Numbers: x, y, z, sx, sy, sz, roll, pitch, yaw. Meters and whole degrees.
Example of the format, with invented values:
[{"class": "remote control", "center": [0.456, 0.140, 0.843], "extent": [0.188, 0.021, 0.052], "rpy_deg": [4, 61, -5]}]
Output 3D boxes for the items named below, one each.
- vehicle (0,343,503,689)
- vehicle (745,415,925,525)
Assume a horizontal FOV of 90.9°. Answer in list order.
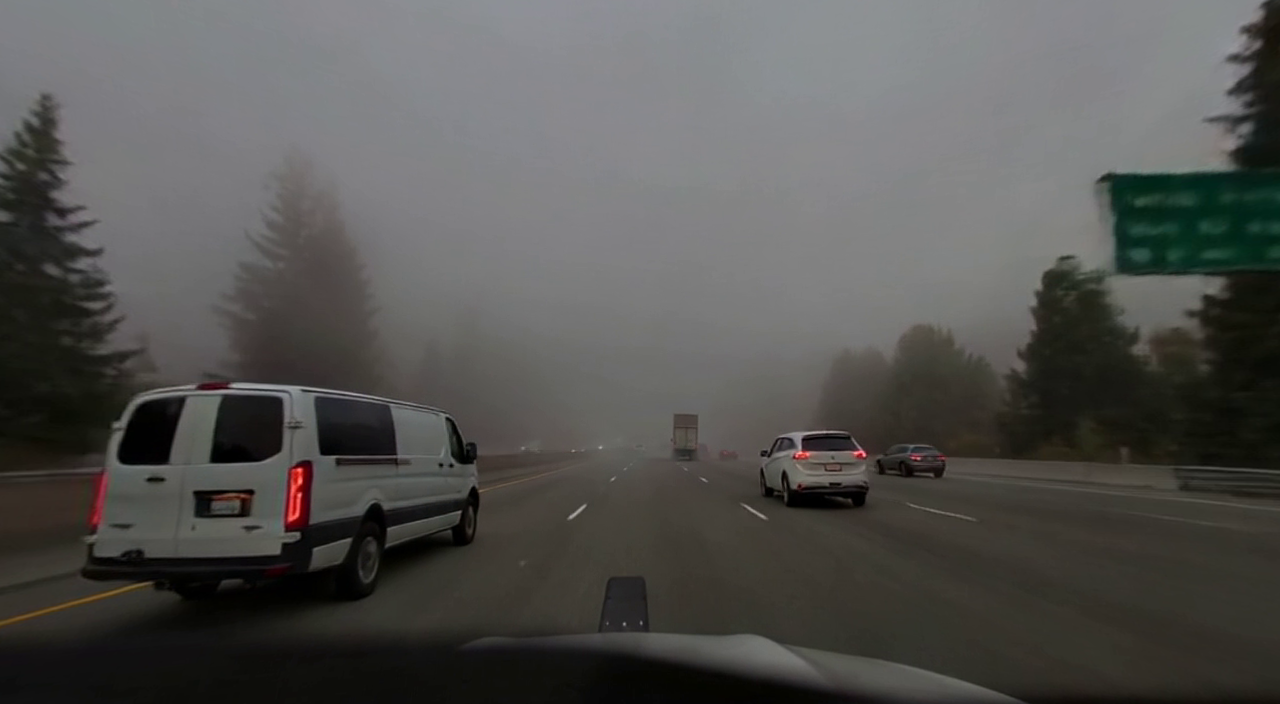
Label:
[{"class": "vehicle", "center": [-3.114, 1.296, 6.270], "extent": [2.159, 1.922, 5.345], "rpy_deg": [0, -8, 1]}, {"class": "vehicle", "center": [3.728, 2.367, 13.206], "extent": [2.209, 1.862, 4.717], "rpy_deg": [0, -8, 0]}]
